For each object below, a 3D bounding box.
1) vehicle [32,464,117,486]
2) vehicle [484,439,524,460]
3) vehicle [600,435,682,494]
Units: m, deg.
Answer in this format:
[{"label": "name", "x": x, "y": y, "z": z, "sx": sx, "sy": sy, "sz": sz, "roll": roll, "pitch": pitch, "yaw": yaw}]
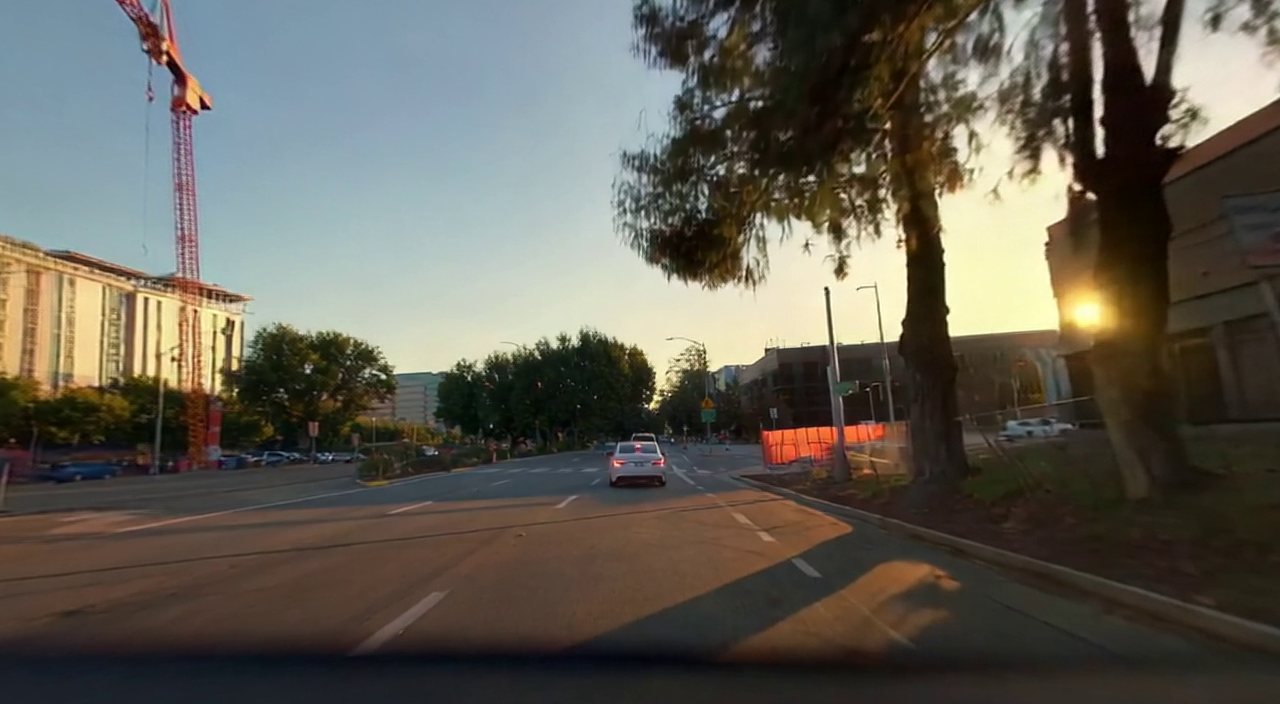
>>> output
[{"label": "vehicle", "x": -39.677, "y": 8.627, "z": 44.301, "sx": 4.111, "sy": 1.412, "sz": 1.777, "roll": 0, "pitch": -9, "yaw": -3}, {"label": "vehicle", "x": -10.136, "y": 7.209, "z": 46.780, "sx": 2.072, "sy": 1.465, "sz": 4.394, "roll": 3, "pitch": -9, "yaw": -22}, {"label": "vehicle", "x": 0.024, "y": 3.220, "z": 18.377, "sx": 2.112, "sy": 1.482, "sz": 4.076, "roll": 0, "pitch": -9, "yaw": 0}]
